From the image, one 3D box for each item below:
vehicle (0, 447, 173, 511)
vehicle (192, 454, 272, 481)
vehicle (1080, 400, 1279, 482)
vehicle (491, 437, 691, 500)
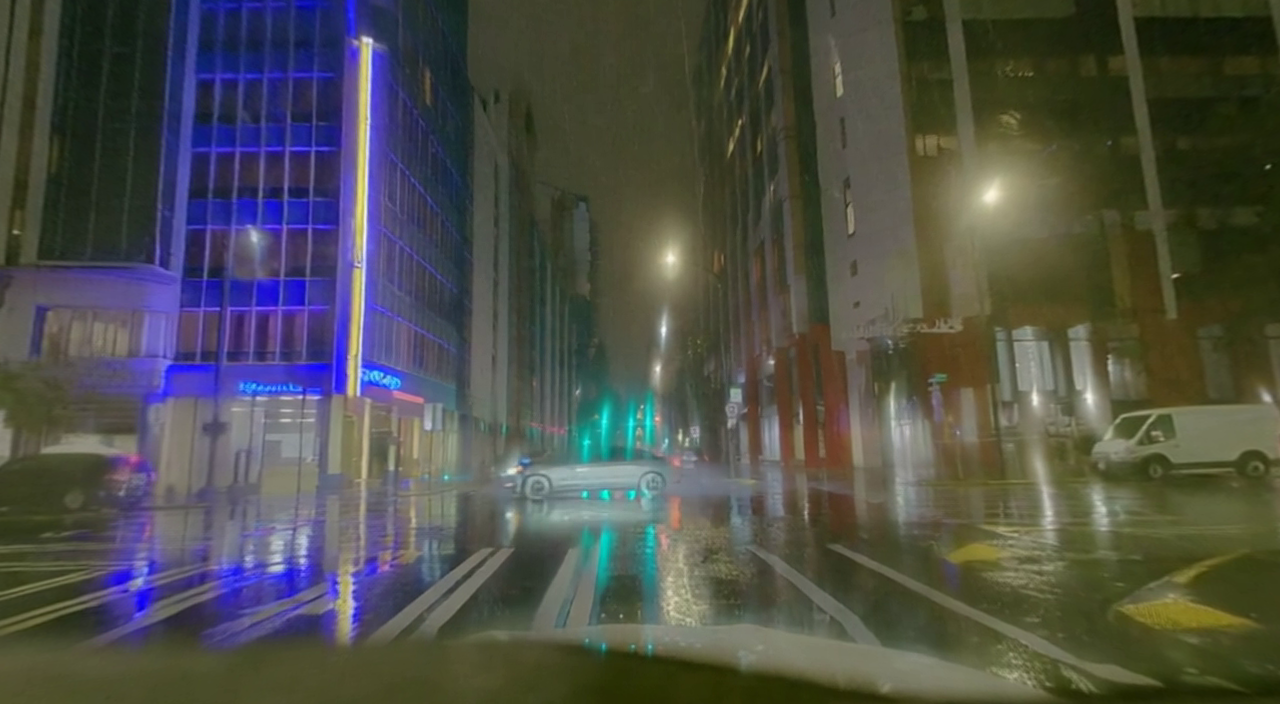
[{"bbox_3d":[-16.149,3.485,17.588,4.558,1.635,2.008,1,-9,-6],"label":"vehicle"},{"bbox_3d":[-24.269,6.900,37.685,3.618,1.412,1.587,-1,-9,-7],"label":"vehicle"},{"bbox_3d":[18.541,3.009,21.401,5.384,2.586,2.358,0,-9,-1],"label":"vehicle"},{"bbox_3d":[-1.280,2.997,16.519,4.877,1.482,2.041,1,-9,-7],"label":"vehicle"}]
